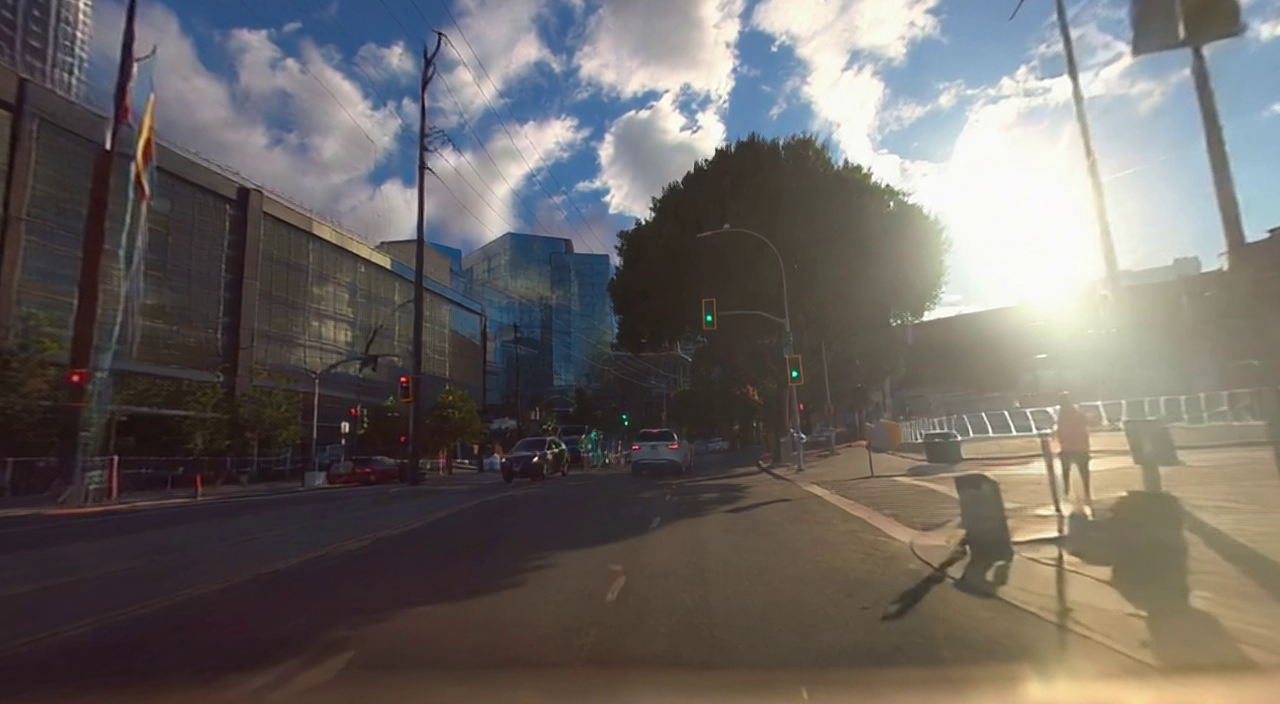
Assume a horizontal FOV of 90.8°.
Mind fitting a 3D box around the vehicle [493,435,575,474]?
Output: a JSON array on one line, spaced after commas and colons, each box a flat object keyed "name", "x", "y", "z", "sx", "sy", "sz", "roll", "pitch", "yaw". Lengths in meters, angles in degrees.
[{"name": "vehicle", "x": -4.963, "y": 4.876, "z": 30.230, "sx": 2.017, "sy": 1.684, "sz": 4.483, "roll": -3, "pitch": -9, "yaw": 17}]

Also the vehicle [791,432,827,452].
[{"name": "vehicle", "x": 13.200, "y": 7.041, "z": 49.123, "sx": 2.006, "sy": 1.470, "sz": 4.099, "roll": -4, "pitch": -9, "yaw": 24}]

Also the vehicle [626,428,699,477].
[{"name": "vehicle", "x": 0.993, "y": 3.970, "z": 25.027, "sx": 2.101, "sy": 1.721, "sz": 4.364, "roll": -2, "pitch": -9, "yaw": 13}]
